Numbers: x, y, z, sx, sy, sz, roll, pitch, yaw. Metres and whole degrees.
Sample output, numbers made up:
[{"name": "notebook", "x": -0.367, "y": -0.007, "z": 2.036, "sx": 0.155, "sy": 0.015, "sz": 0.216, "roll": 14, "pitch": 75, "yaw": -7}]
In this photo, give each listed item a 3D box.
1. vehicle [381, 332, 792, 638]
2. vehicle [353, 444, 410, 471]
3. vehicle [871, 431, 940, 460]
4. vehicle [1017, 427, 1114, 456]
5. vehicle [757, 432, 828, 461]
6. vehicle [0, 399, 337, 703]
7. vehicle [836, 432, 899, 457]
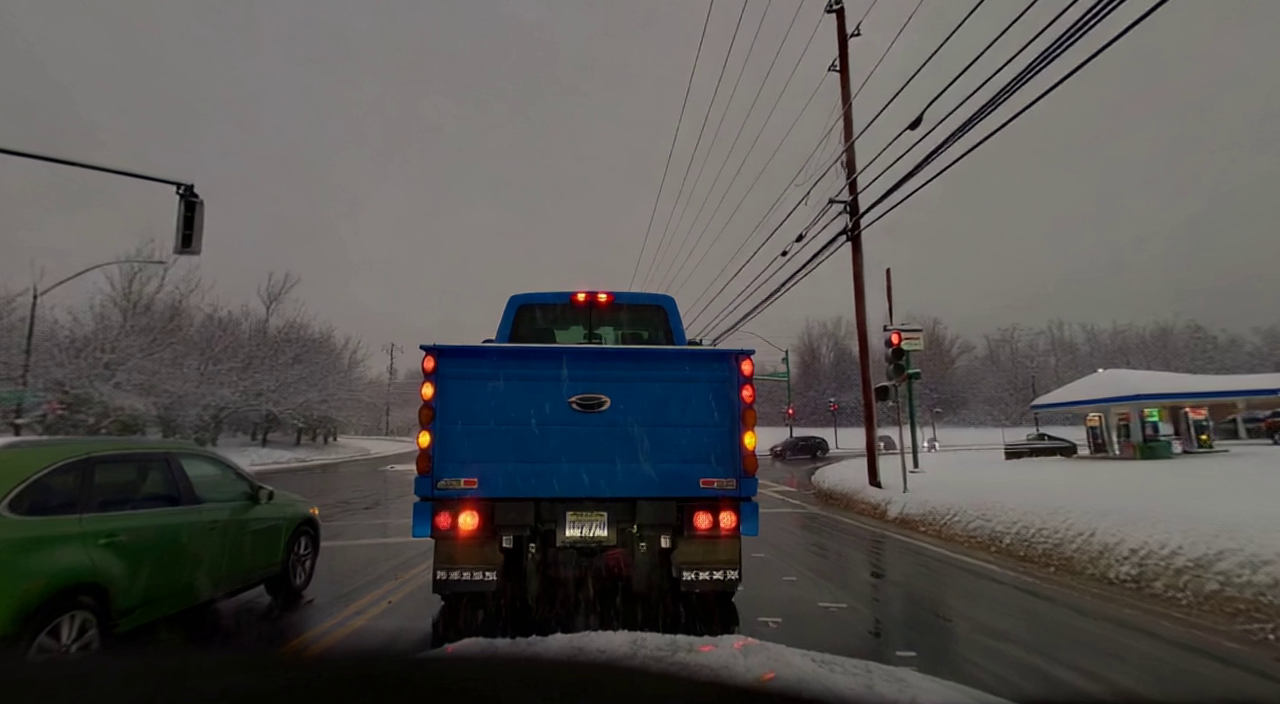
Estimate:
[{"name": "vehicle", "x": -0.425, "y": 1.321, "z": 7.207, "sx": 2.859, "sy": 2.144, "sz": 5.406, "roll": 0, "pitch": -9, "yaw": -1}, {"name": "vehicle", "x": -17.124, "y": 7.009, "z": 41.911, "sx": 2.133, "sy": 1.690, "sz": 4.331, "roll": 0, "pitch": -9, "yaw": -3}, {"name": "vehicle", "x": 17.341, "y": 6.104, "z": 40.976, "sx": 5.021, "sy": 1.757, "sz": 2.012, "roll": 7, "pitch": -11, "yaw": -41}, {"name": "vehicle", "x": 25.561, "y": 5.386, "z": 37.930, "sx": 4.419, "sy": 1.496, "sz": 1.854, "roll": -2, "pitch": -9, "yaw": 1}, {"name": "vehicle", "x": 9.946, "y": 6.146, "z": 40.917, "sx": 4.806, "sy": 1.798, "sz": 2.022, "roll": 7, "pitch": -11, "yaw": -41}, {"name": "vehicle", "x": -3.962, "y": 1.188, "z": 3.979, "sx": 2.017, "sy": 1.555, "sz": 4.150, "roll": -1, "pitch": -9, "yaw": 0}, {"name": "vehicle", "x": 17.059, "y": 6.923, "z": 47.171, "sx": 4.975, "sy": 1.799, "sz": 2.117, "roll": 7, "pitch": -11, "yaw": -39}]
